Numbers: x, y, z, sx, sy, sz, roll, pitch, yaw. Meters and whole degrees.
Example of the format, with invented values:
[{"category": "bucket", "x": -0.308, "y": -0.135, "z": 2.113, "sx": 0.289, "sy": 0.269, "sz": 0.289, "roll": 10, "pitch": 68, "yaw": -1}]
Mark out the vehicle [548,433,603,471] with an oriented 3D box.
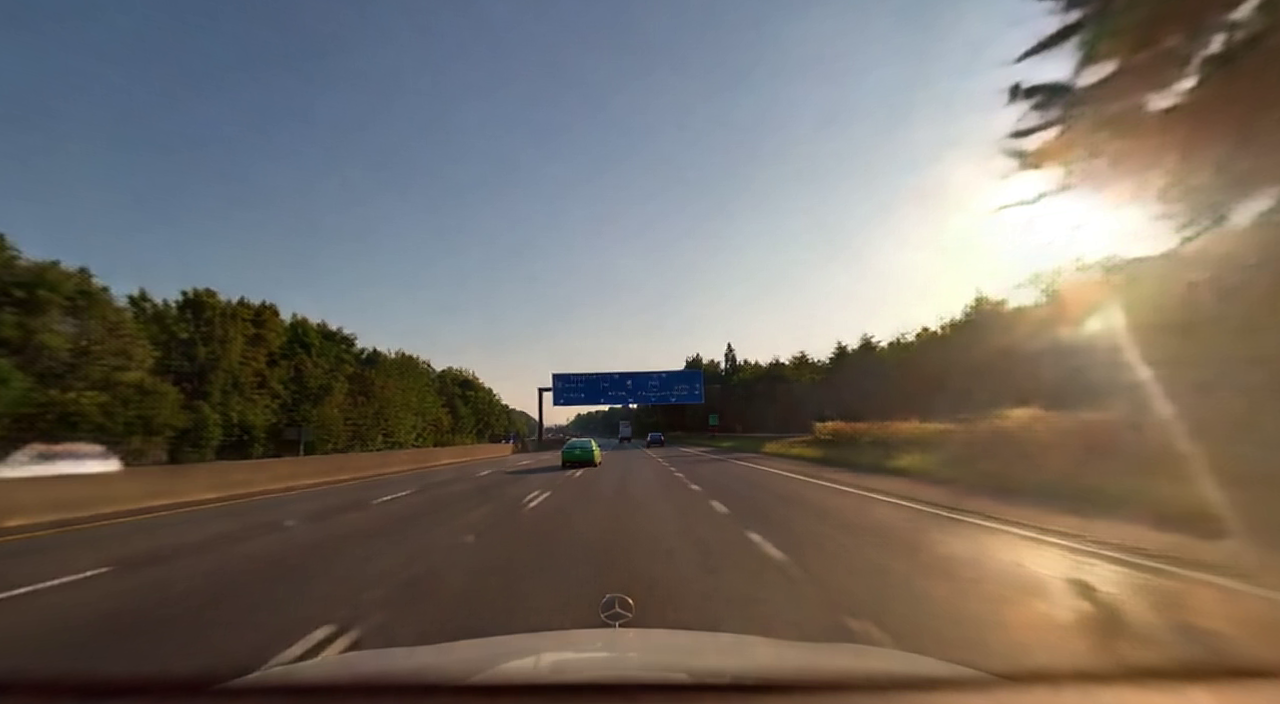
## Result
[{"category": "vehicle", "x": -2.692, "y": 4.249, "z": 27.192, "sx": 2.000, "sy": 1.491, "sz": 3.913, "roll": 0, "pitch": -7, "yaw": 0}]
